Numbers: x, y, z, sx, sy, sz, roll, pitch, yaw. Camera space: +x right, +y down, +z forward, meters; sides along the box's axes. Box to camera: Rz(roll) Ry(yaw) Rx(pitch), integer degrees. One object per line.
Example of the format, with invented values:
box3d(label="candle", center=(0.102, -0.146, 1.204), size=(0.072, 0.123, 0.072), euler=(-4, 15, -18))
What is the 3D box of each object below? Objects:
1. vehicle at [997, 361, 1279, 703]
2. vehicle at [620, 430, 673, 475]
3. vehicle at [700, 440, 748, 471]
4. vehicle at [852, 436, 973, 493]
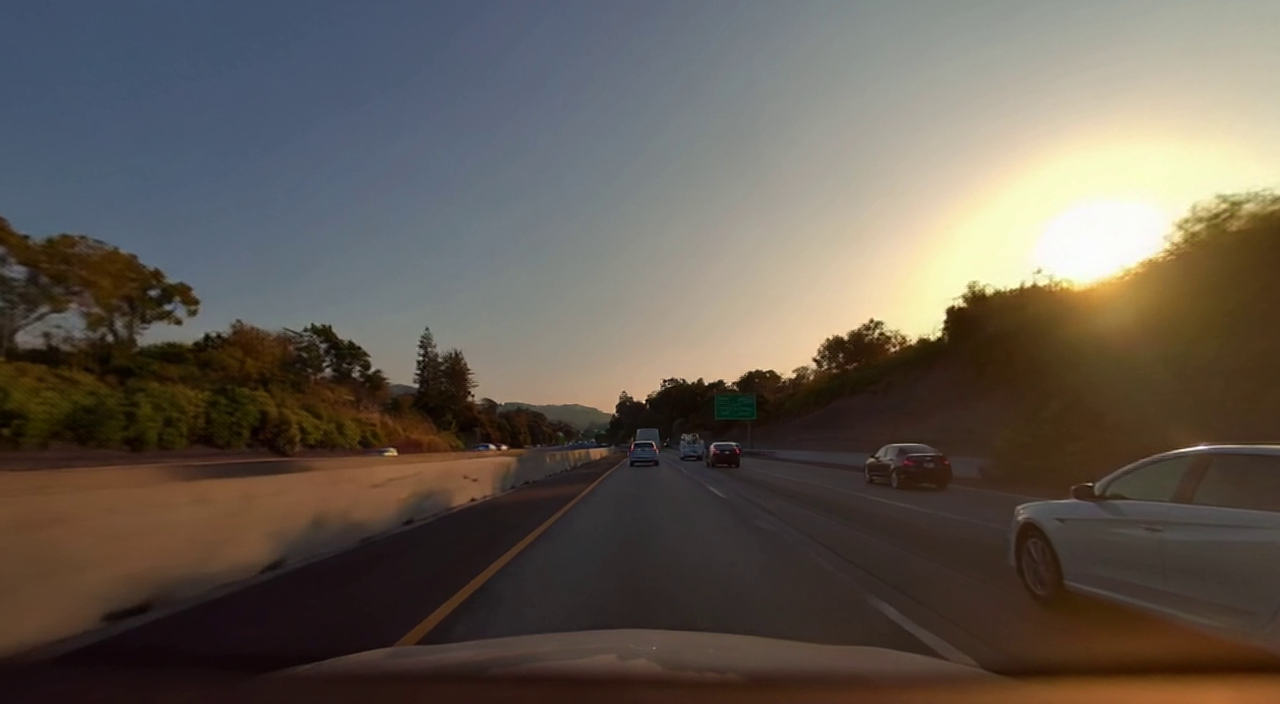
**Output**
box3d(label="vehicle", center=(3.769, 0.862, 2.643), size=(2.003, 1.661, 4.418), euler=(-1, -8, 1))
box3d(label="vehicle", center=(0.272, 4.474, 28.273), size=(2.189, 1.852, 4.038), euler=(0, -8, 0))
box3d(label="vehicle", center=(4.222, 5.232, 32.112), size=(1.825, 1.487, 4.034), euler=(0, -8, -1))
box3d(label="vehicle", center=(8.129, 3.361, 19.263), size=(1.810, 1.516, 4.183), euler=(0, -8, 0))
